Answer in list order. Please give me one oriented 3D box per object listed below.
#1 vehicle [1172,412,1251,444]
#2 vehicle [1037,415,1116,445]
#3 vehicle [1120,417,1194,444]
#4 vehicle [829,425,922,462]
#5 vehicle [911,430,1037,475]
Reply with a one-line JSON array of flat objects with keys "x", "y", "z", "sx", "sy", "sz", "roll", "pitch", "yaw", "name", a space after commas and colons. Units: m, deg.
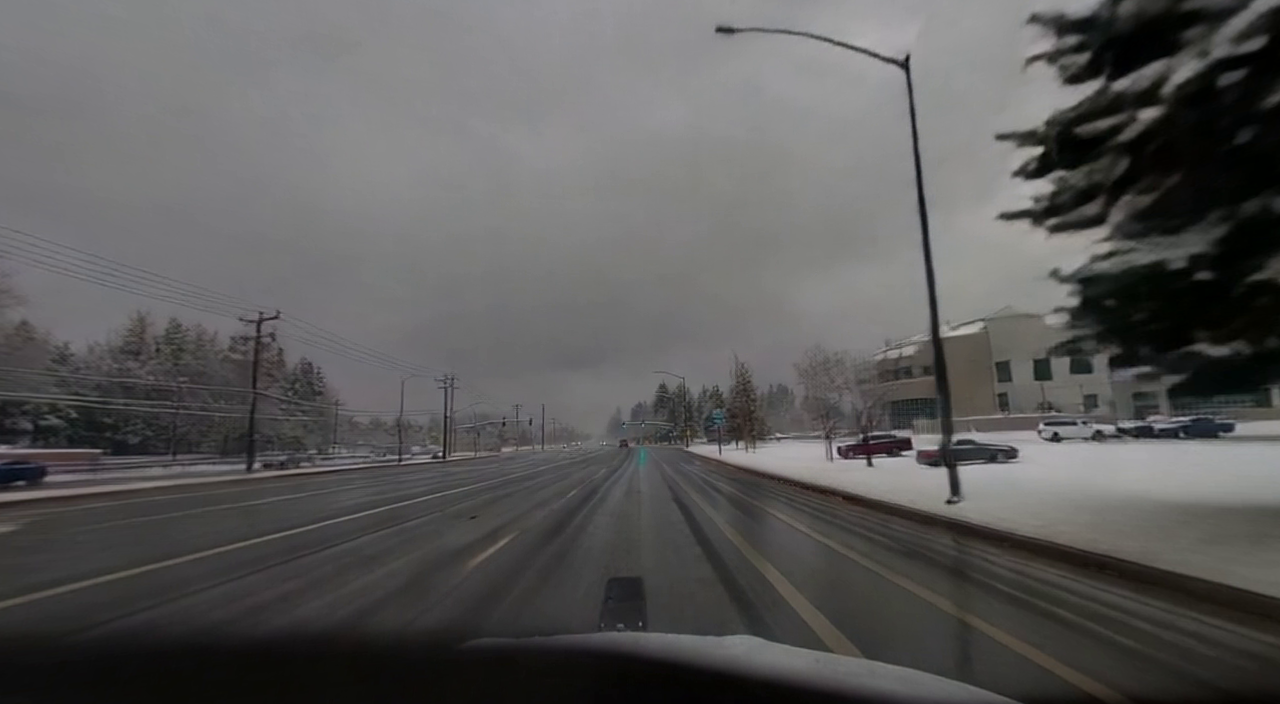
[{"x": 34.746, "y": 4.658, "z": 38.310, "sx": 4.388, "sy": 1.793, "sz": 1.961, "roll": 4, "pitch": -9, "yaw": -27, "name": "vehicle"}, {"x": 30.965, "y": 5.570, "z": 44.686, "sx": 5.675, "sy": 1.978, "sz": 2.229, "roll": 5, "pitch": -10, "yaw": -30, "name": "vehicle"}, {"x": 33.520, "y": 5.127, "z": 40.870, "sx": 4.287, "sy": 1.622, "sz": 2.088, "roll": 4, "pitch": -9, "yaw": -28, "name": "vehicle"}, {"x": 14.211, "y": 5.550, "z": 38.222, "sx": 4.702, "sy": 1.853, "sz": 2.069, "roll": -4, "pitch": -8, "yaw": 2, "name": "vehicle"}, {"x": 14.692, "y": 4.417, "z": 27.916, "sx": 4.388, "sy": 1.446, "sz": 1.808, "roll": -6, "pitch": -7, "yaw": 1, "name": "vehicle"}]
